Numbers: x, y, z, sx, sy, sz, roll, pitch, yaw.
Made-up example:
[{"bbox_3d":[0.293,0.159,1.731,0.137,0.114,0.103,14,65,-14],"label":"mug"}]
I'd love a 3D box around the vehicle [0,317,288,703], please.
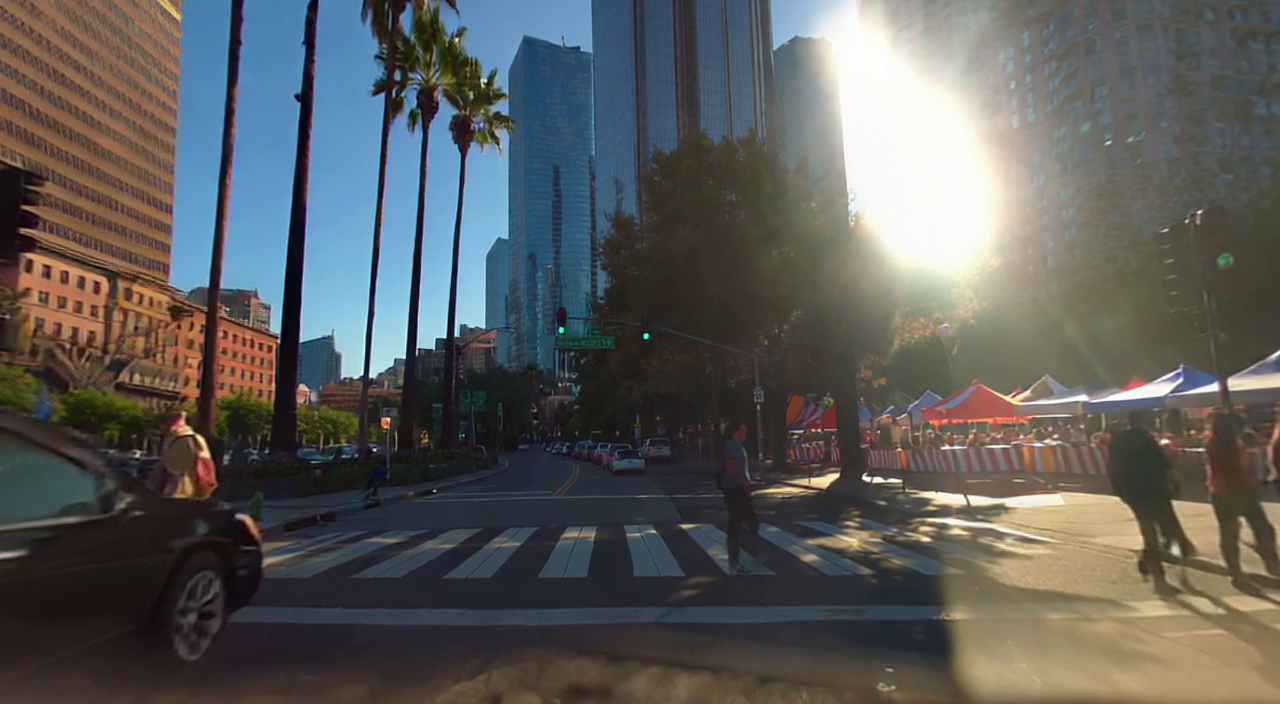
[{"bbox_3d":[-3.237,0.632,1.619,1.948,1.674,4.668,0,-8,0],"label":"vehicle"}]

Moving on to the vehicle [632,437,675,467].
[{"bbox_3d":[0.915,7.348,46.616,2.322,2.071,5.366,1,-9,-9],"label":"vehicle"}]
